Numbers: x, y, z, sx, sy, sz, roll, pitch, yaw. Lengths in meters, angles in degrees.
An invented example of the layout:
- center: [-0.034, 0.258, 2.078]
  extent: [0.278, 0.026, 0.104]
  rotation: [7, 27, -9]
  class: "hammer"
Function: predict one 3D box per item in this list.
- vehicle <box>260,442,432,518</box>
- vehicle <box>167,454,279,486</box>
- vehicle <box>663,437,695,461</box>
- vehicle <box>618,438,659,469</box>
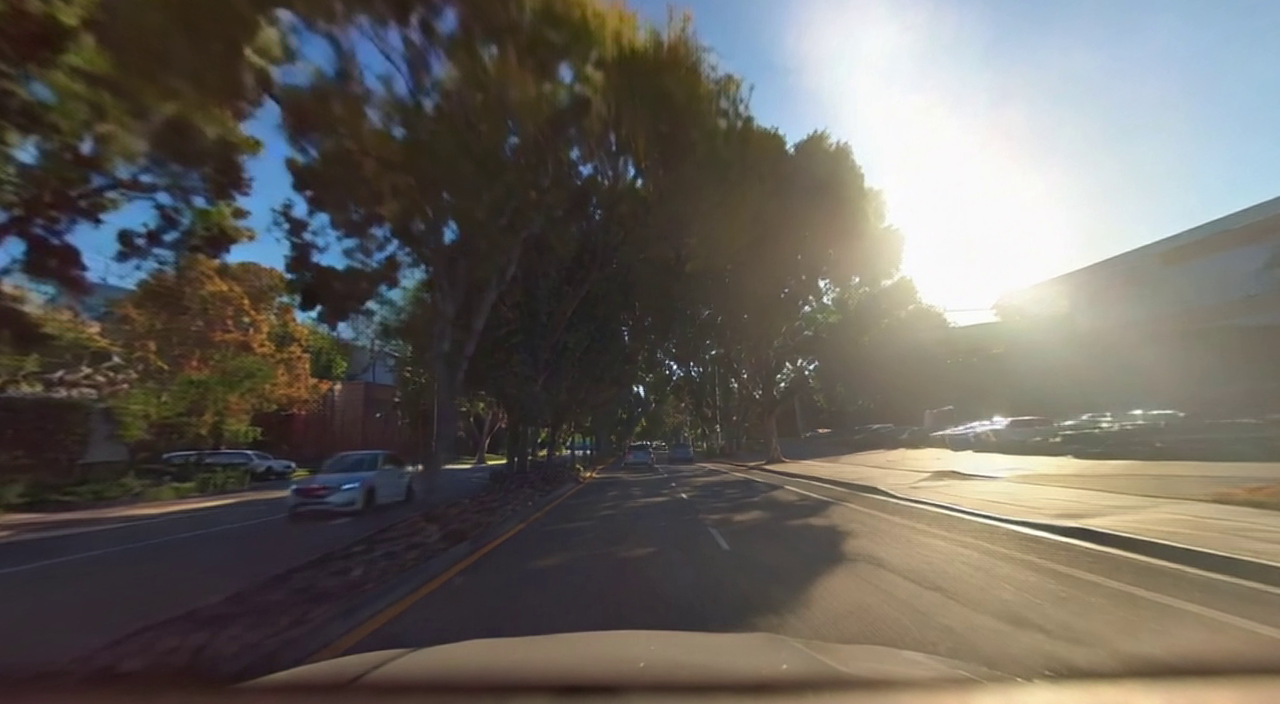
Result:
- center: [-6.699, 2.937, 15.023]
  extent: [2.020, 1.512, 4.296]
  rotation: [0, -8, 0]
  class: "vehicle"
- center: [-22.037, 6.232, 33.415]
  extent: [4.589, 1.557, 1.887]
  rotation: [-1, -8, 1]
  class: "vehicle"
- center: [3.023, 7.650, 49.600]
  extent: [2.189, 1.766, 4.495]
  rotation: [0, -8, 0]
  class: "vehicle"
- center: [-0.126, 5.599, 34.869]
  extent: [2.109, 1.612, 3.963]
  rotation: [0, -8, -1]
  class: "vehicle"
